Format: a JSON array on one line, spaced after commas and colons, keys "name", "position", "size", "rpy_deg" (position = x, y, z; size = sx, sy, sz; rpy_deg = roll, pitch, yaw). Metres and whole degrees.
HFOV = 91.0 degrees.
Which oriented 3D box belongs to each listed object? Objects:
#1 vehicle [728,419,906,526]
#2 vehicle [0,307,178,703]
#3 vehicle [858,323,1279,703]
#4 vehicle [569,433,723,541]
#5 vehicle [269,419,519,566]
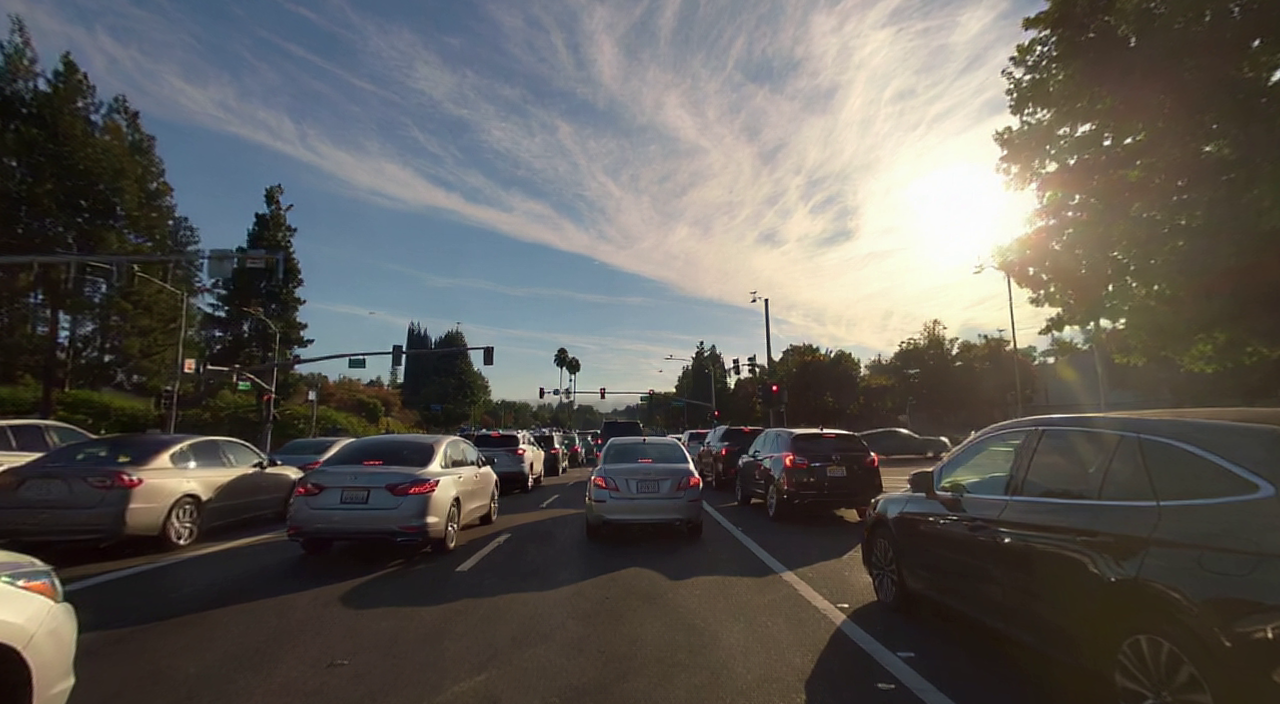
[{"name": "vehicle", "position": [3.081, 2.199, 12.008], "size": [2.106, 1.667, 4.101], "rpy_deg": [0, -8, -1]}, {"name": "vehicle", "position": [-3.199, 0.498, 0.600], "size": [2.079, 1.756, 4.676], "rpy_deg": [0, -8, -2]}, {"name": "vehicle", "position": [3.156, 0.992, 3.731], "size": [2.074, 1.685, 4.387], "rpy_deg": [0, -8, -1]}, {"name": "vehicle", "position": [0.010, 2.101, 10.422], "size": [2.076, 1.438, 3.770], "rpy_deg": [0, -8, -2]}, {"name": "vehicle", "position": [-3.055, 1.824, 8.978], "size": [1.896, 1.546, 4.378], "rpy_deg": [0, -8, -2]}]
